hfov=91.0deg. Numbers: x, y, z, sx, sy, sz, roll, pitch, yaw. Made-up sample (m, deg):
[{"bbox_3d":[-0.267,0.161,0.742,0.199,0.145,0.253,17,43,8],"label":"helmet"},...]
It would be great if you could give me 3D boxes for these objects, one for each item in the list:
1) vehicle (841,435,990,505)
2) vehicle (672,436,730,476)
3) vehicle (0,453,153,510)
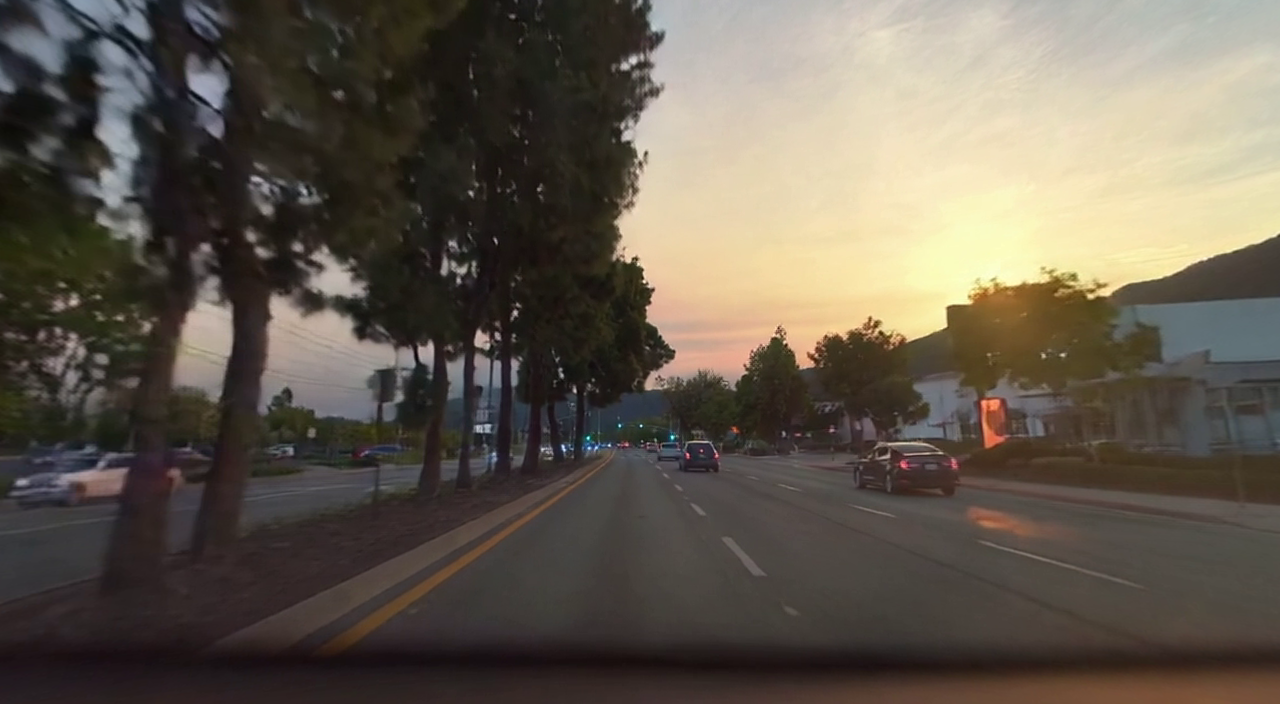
[{"bbox_3d":[6.852,2.965,16.223,1.886,1.528,4.169,1,-9,-1],"label":"vehicle"},{"bbox_3d":[2.697,4.740,28.847,2.161,1.676,4.151,1,-9,-1],"label":"vehicle"},{"bbox_3d":[-17.983,3.945,19.677,1.851,1.480,4.501,0,-9,1],"label":"vehicle"}]
